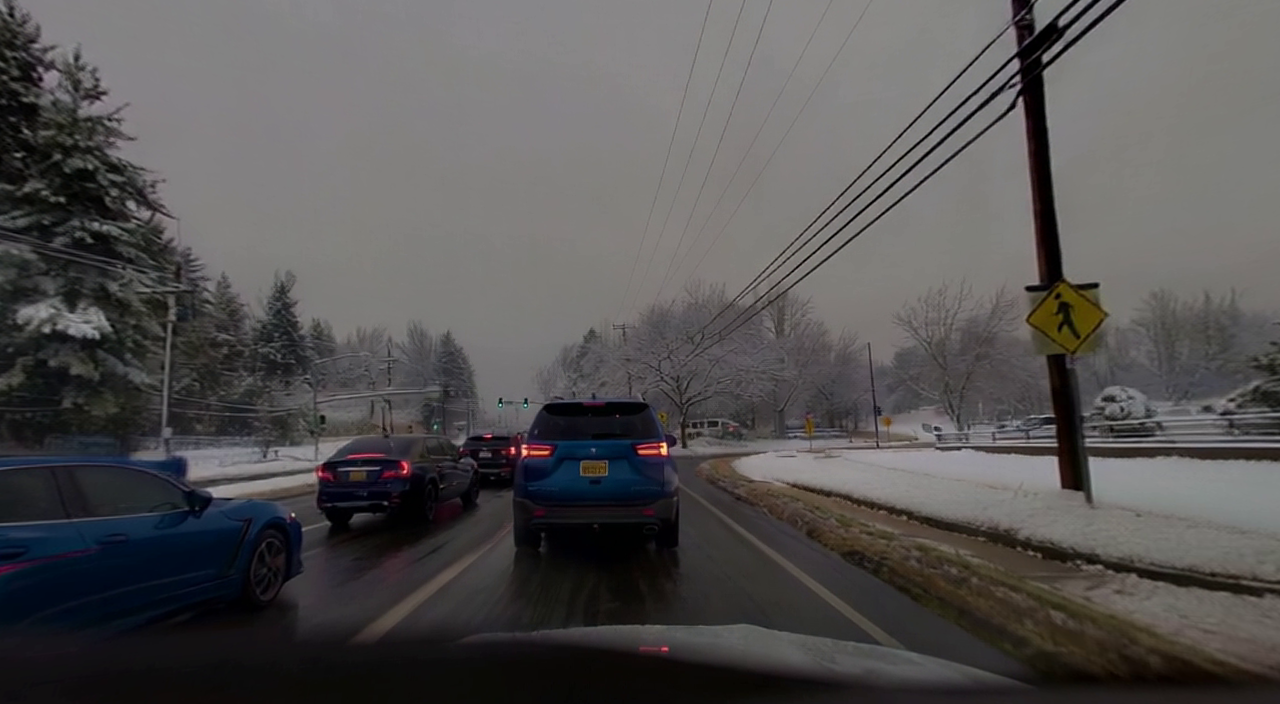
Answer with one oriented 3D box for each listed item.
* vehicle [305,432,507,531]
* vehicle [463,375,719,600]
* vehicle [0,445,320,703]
[{"bbox_3d":[-4.053,2.311,11.929,2.087,1.485,4.452,0,-8,0],"label":"vehicle"},{"bbox_3d":[-0.384,1.353,7.020,2.012,1.769,3.897,0,-8,0],"label":"vehicle"},{"bbox_3d":[-3.745,1.140,3.230,1.865,1.314,4.461,0,-8,0],"label":"vehicle"}]
